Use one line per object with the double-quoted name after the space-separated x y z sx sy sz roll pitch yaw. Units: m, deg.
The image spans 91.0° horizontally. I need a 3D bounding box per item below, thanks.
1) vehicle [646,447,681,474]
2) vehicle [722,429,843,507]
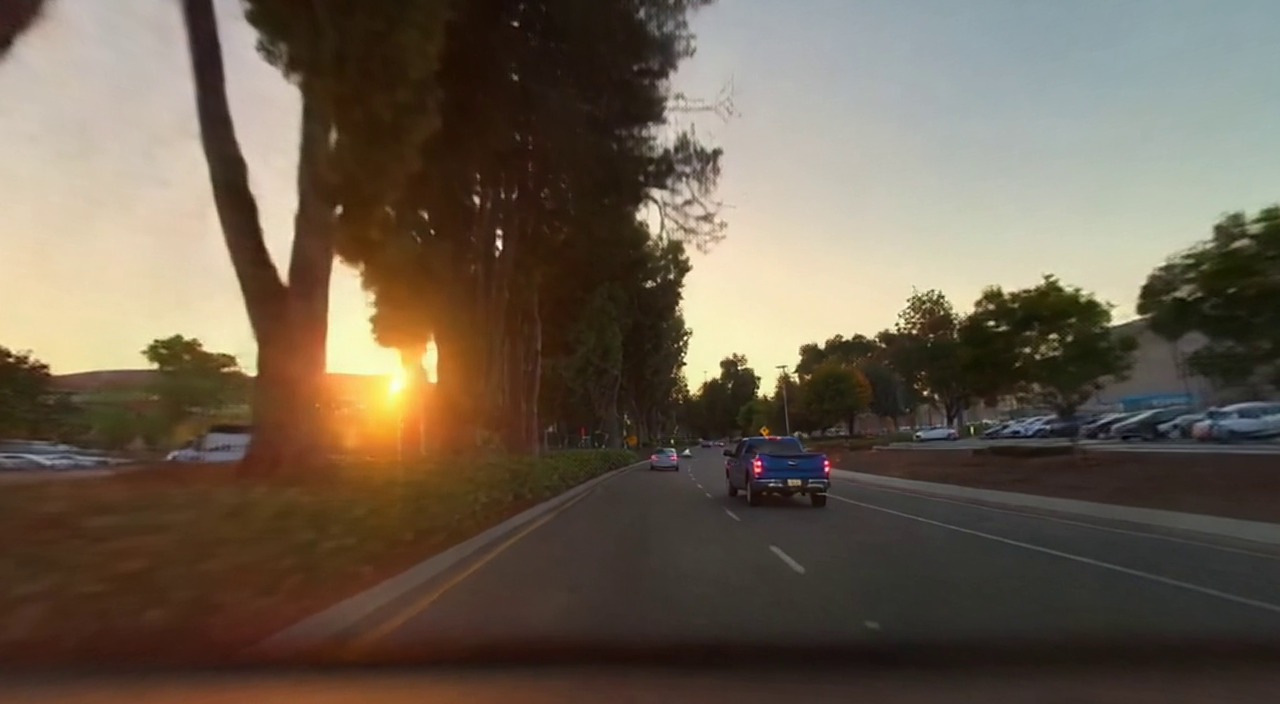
1.430 6.449 37.705 1.968 1.521 4.262 0 -9 2 "vehicle"
3.948 3.354 18.725 2.367 1.919 5.651 1 -9 1 "vehicle"
